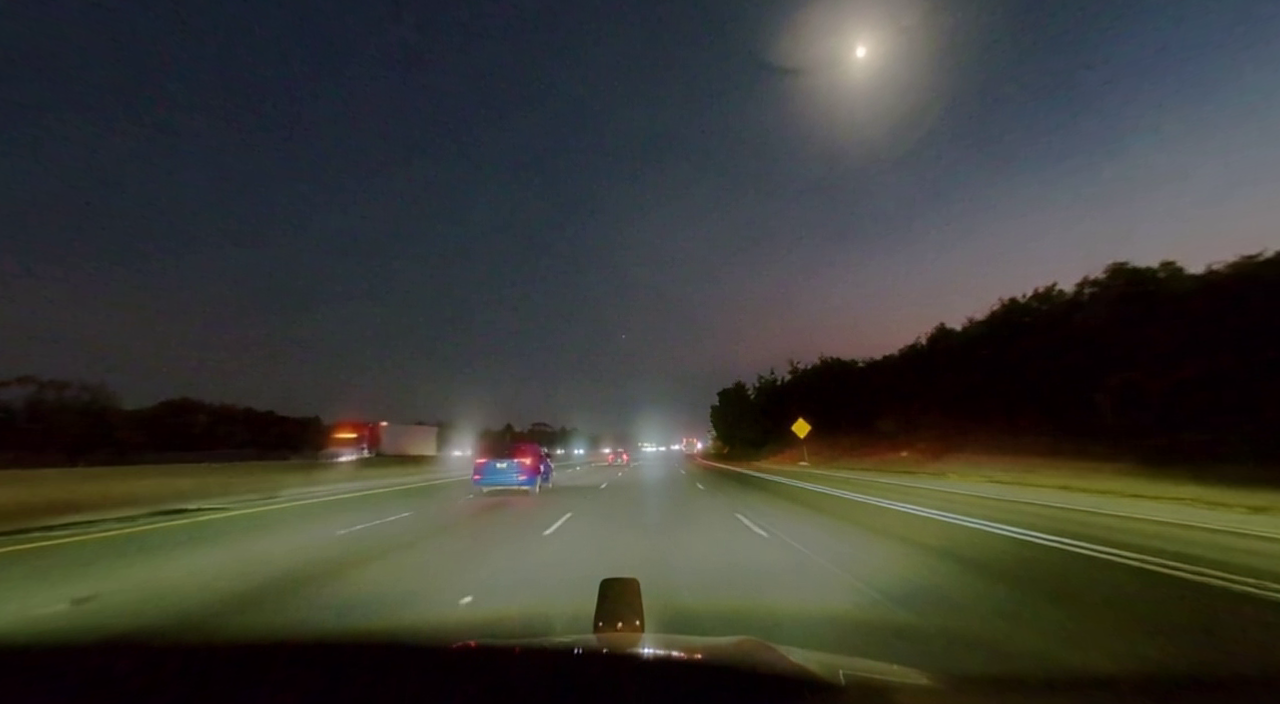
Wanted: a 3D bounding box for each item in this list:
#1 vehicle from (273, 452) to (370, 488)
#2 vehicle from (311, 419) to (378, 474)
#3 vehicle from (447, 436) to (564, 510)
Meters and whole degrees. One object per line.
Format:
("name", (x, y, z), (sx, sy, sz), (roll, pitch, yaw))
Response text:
("vehicle", (-14.365, 5.322, 28.793), (1.906, 1.458, 4.581), (0, -8, 2))
("vehicle", (-22.226, 7.118, 47.672), (2.979, 3.977, 3.790), (0, -8, 2))
("vehicle", (-3.250, 3.008, 16.190), (2.016, 1.623, 4.126), (0, -8, 1))
